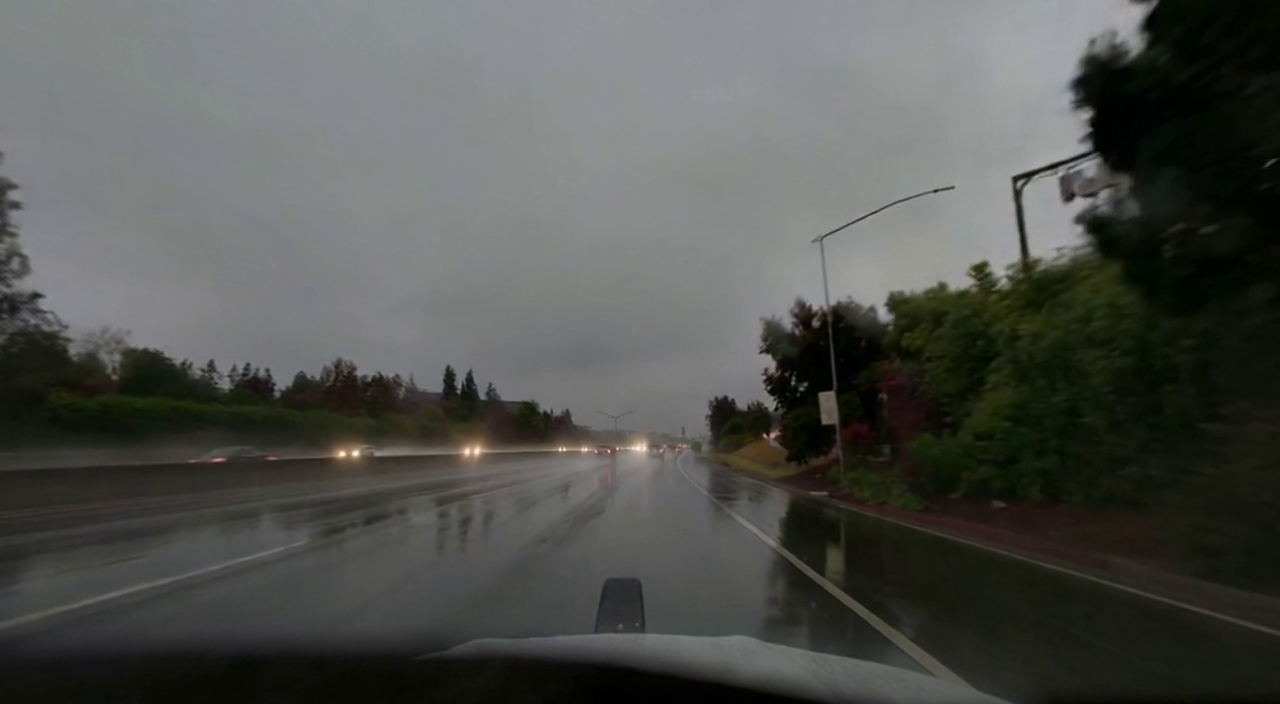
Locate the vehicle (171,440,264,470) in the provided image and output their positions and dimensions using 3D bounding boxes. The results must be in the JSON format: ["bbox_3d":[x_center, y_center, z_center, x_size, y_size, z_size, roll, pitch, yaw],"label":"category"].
[{"bbox_3d":[-23.148,5.651,34.831,1.843,1.490,4.410,0,-8,4],"label":"vehicle"}]
